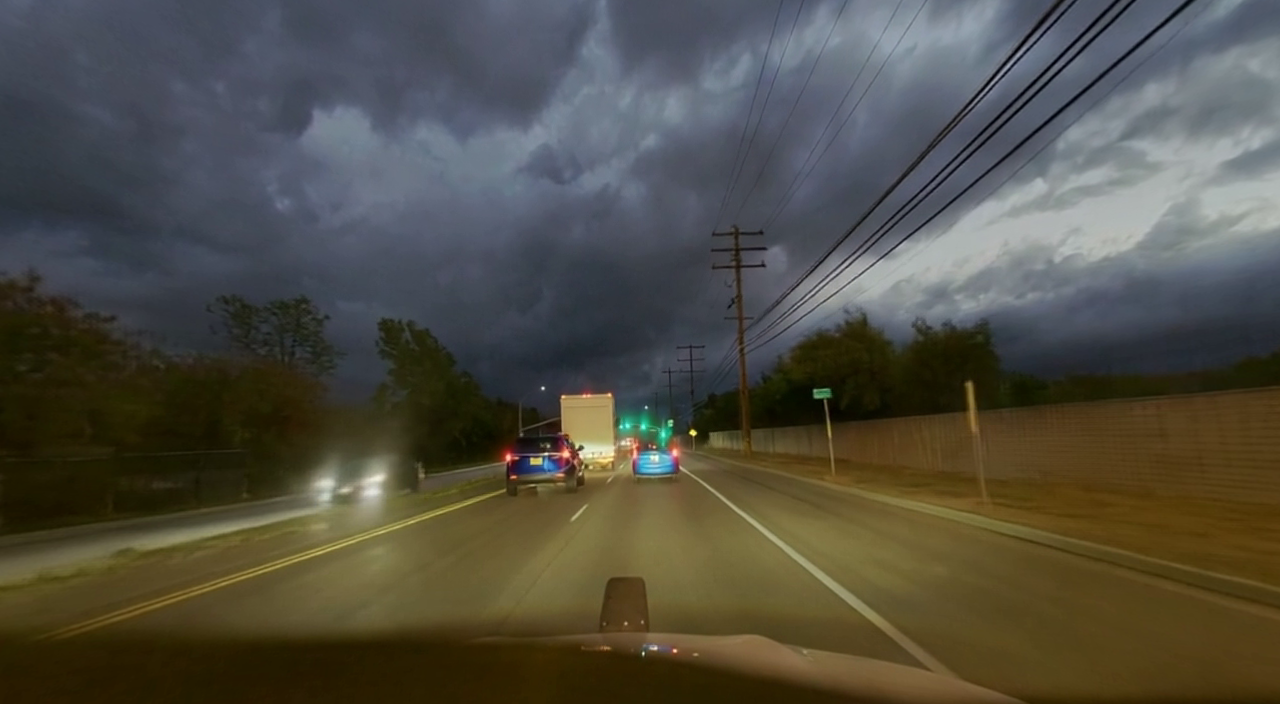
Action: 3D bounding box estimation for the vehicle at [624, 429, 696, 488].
[{"bbox_3d":[0.627,3.532,21.053,2.174,1.749,4.113,-1,-9,1],"label":"vehicle"}]

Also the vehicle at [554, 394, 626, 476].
[{"bbox_3d":[-2.394,4.592,34.124,2.928,3.658,10.953,0,-9,0],"label":"vehicle"}]

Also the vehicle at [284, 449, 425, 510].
[{"bbox_3d":[-8.239,3.693,18.729,2.081,1.568,4.265,-1,-9,1],"label":"vehicle"}]

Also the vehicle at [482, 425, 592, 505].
[{"bbox_3d":[-2.591,3.001,17.093,2.093,1.832,4.508,-1,-9,2],"label":"vehicle"}]
